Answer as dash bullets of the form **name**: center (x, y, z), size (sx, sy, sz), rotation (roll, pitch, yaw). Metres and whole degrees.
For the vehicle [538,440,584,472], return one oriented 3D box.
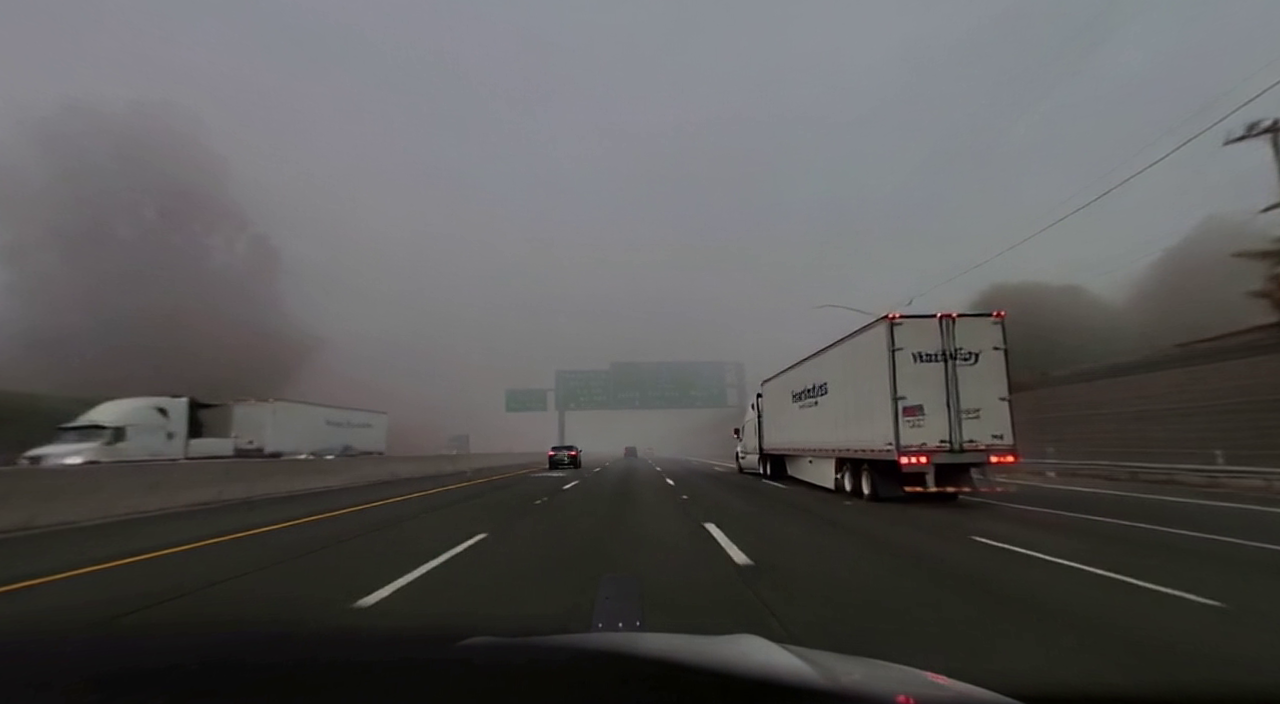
- **vehicle**: center (-4.356, 5.802, 35.319), size (2.027, 1.651, 4.099), rotation (0, -9, 0)

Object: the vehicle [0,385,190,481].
- **vehicle**: center (-25.154, 3.719, 28.124), size (3.102, 3.541, 9.922), rotation (0, -9, -2)

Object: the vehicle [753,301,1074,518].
- **vehicle**: center (6.632, 2.270, 20.077), size (2.919, 4.195, 15.833), rotation (0, -9, -1)

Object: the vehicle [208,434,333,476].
- **vehicle**: center (-17.583, 4.950, 30.567), size (2.410, 1.798, 6.090), rotation (0, -9, 0)
